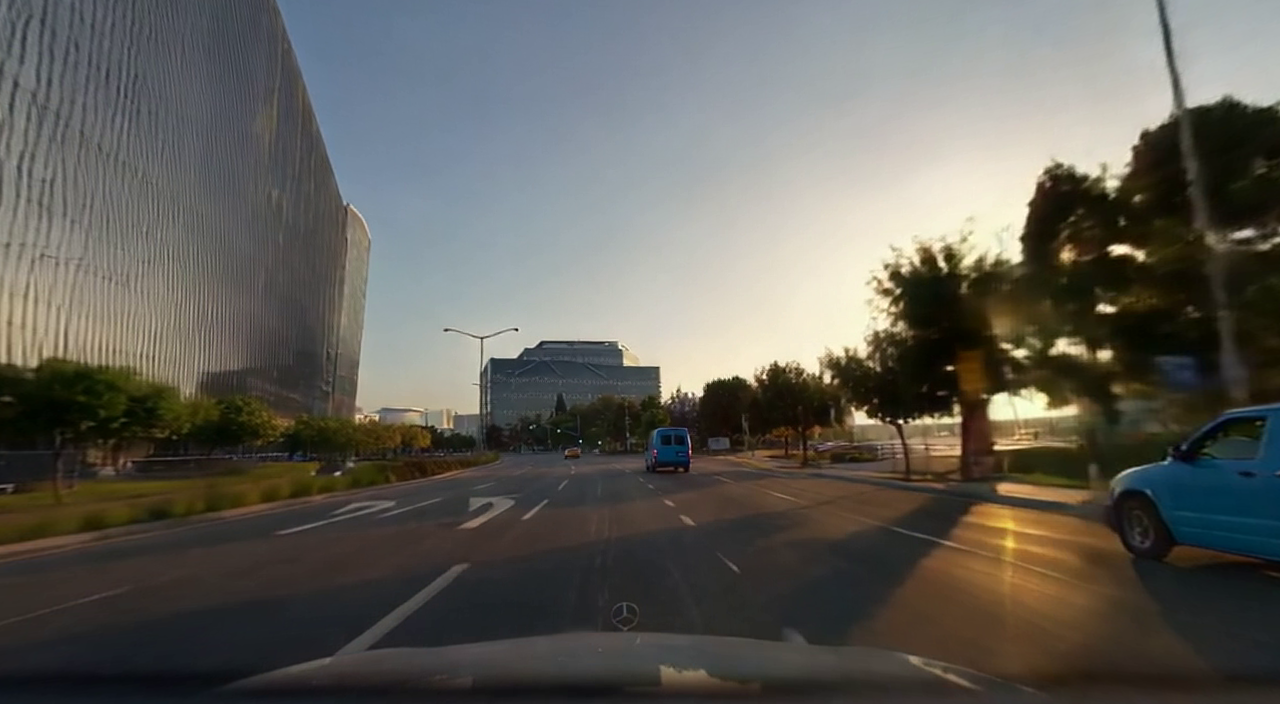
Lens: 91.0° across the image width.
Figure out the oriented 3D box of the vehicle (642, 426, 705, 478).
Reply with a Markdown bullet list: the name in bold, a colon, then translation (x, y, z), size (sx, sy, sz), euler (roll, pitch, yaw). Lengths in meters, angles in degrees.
- **vehicle**: translation (1.475, 4.759, 30.195), size (2.339, 2.244, 4.817), euler (0, -9, -5)

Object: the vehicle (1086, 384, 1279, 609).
- **vehicle**: translation (5.958, 1.077, 4.641), size (1.992, 1.726, 4.434), euler (0, -9, -1)

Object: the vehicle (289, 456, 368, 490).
- **vehicle**: translation (-15.422, 5.963, 31.413), size (1.893, 1.447, 4.581), euler (0, -8, -4)
